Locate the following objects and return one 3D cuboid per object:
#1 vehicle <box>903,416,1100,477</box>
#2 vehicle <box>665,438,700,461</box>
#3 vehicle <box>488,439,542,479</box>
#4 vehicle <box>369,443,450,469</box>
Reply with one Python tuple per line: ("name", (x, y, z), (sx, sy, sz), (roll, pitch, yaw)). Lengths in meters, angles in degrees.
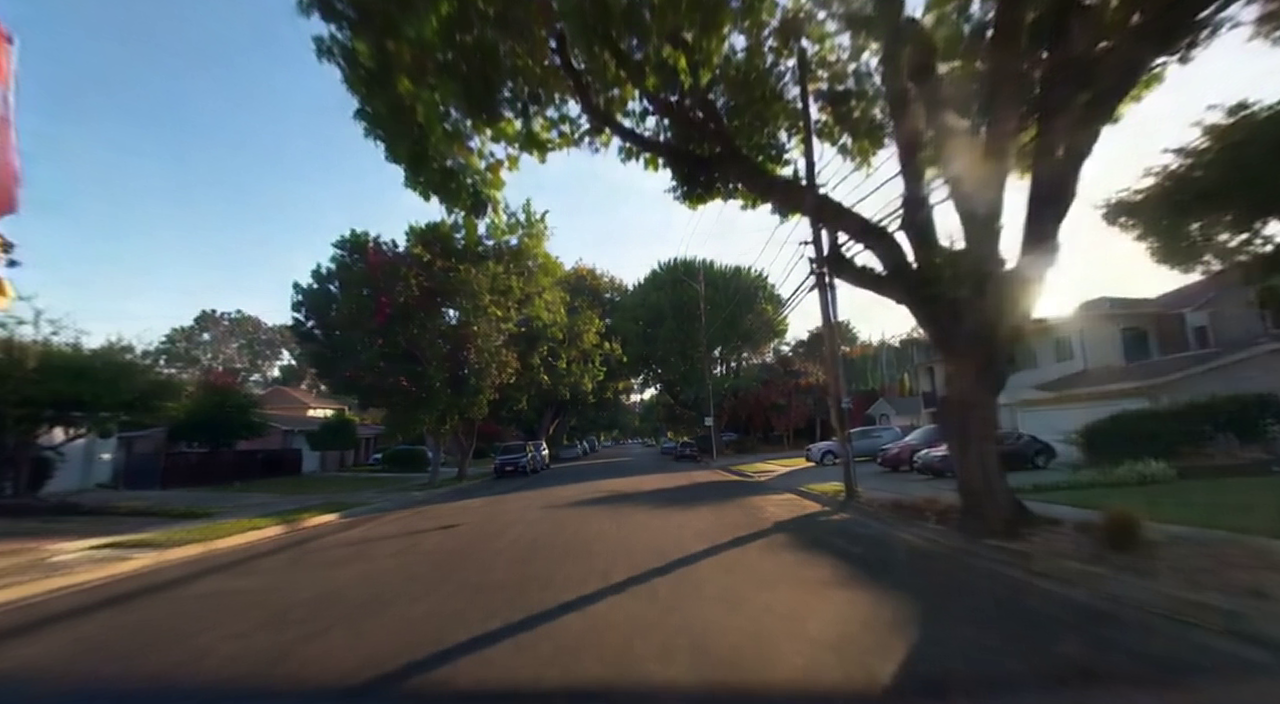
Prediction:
("vehicle", (11.094, 2.953, 19.717), (4.782, 1.748, 2.106), (0, -8, 1))
("vehicle", (3.242, 7.508, 48.931), (2.247, 1.618, 4.655), (2, -8, -1))
("vehicle", (-6.331, 5.435, 32.412), (2.035, 1.736, 3.955), (-2, -6, -1))
("vehicle", (-16.275, 7.364, 44.782), (4.706, 1.681, 2.389), (-1, -9, 5))
